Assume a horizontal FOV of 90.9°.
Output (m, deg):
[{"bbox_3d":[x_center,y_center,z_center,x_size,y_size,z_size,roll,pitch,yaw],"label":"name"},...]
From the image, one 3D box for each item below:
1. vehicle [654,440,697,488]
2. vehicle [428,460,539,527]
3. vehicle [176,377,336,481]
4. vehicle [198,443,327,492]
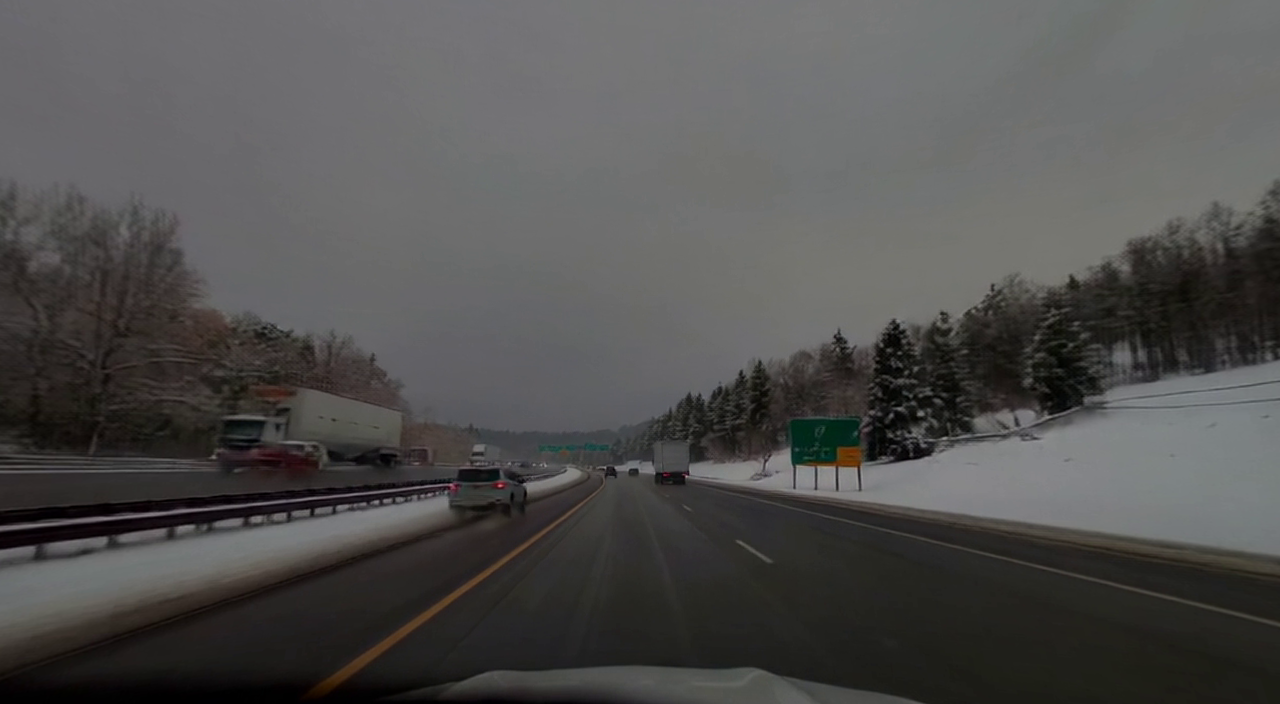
[{"bbox_3d":[2.718,8.889,49.984,2.738,3.456,7.520,1,-11,-2],"label":"vehicle"},{"bbox_3d":[-3.857,3.568,16.245,1.868,1.485,3.770,1,-11,0],"label":"vehicle"},{"bbox_3d":[-15.857,3.425,26.691,2.985,3.862,5.846,1,-11,-2],"label":"vehicle"},{"bbox_3d":[-12.194,3.796,20.686,1.875,1.432,3.869,1,-11,-1],"label":"vehicle"}]
